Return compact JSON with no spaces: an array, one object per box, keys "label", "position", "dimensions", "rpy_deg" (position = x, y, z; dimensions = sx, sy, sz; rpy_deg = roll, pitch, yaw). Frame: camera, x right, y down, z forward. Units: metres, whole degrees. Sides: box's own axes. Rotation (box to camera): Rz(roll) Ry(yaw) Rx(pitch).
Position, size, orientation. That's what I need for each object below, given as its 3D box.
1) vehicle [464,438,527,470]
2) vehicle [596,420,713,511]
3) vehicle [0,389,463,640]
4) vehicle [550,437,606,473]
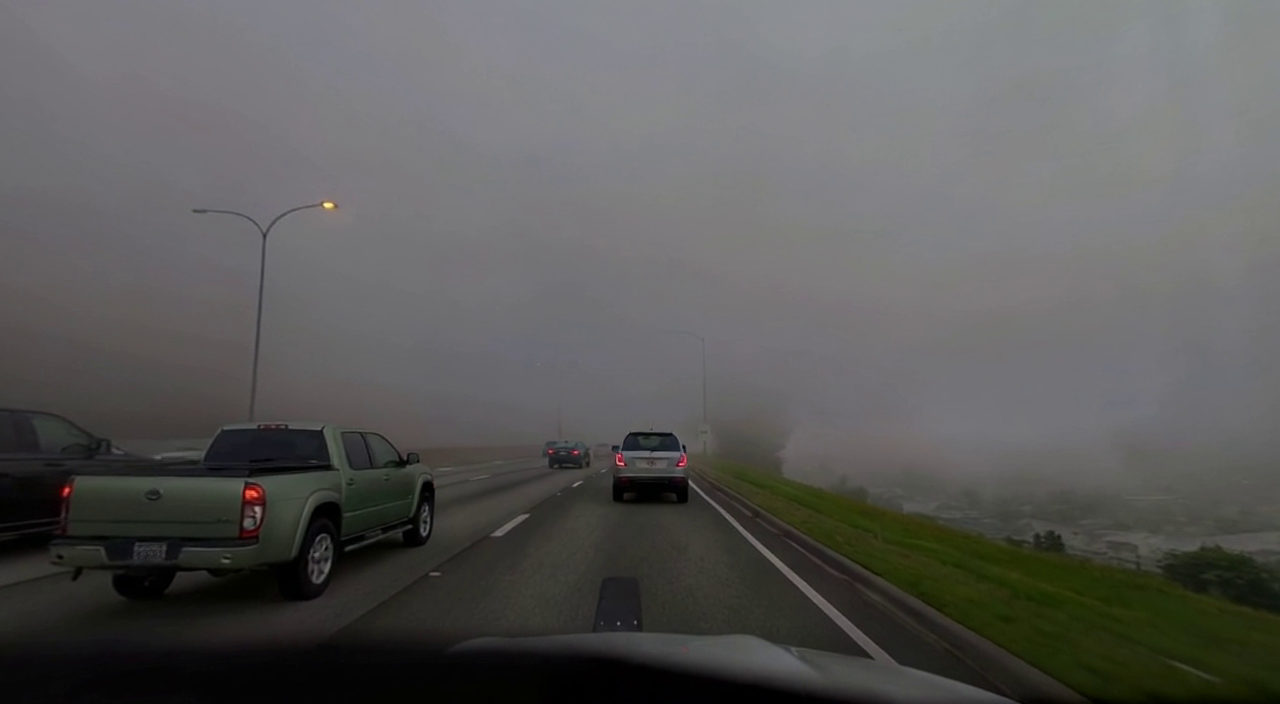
[{"label":"vehicle","position":[-7.025,5.011,31.142],"dimensions":[1.856,1.459,4.251],"rpy_deg":[-1,-9,4]},{"label":"vehicle","position":[0.337,2.522,14.424],"dimensions":[2.235,1.716,4.435],"rpy_deg":[0,-9,2]},{"label":"vehicle","position":[-3.612,1.432,6.556],"dimensions":[2.076,1.688,4.334],"rpy_deg":[-1,-9,3]},{"label":"vehicle","position":[-2.742,4.648,28.703],"dimensions":[1.868,1.470,4.105],"rpy_deg":[-1,-9,4]}]
